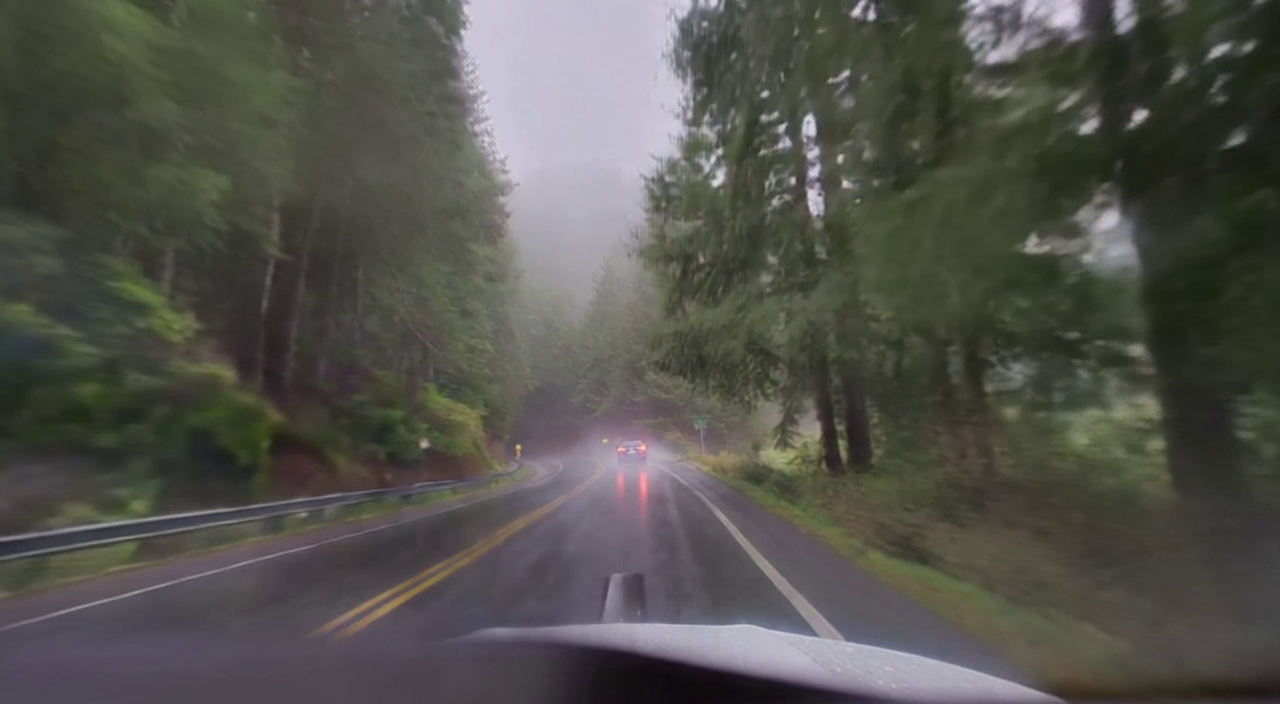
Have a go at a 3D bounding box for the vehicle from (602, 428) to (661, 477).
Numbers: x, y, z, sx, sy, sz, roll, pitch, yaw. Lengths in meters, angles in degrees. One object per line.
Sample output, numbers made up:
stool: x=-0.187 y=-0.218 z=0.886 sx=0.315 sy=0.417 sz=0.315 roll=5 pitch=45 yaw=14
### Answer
vehicle: x=-0.445 y=4.899 z=31.016 sx=2.469 sy=1.953 sz=5.605 roll=-5 pitch=-8 yaw=-2
